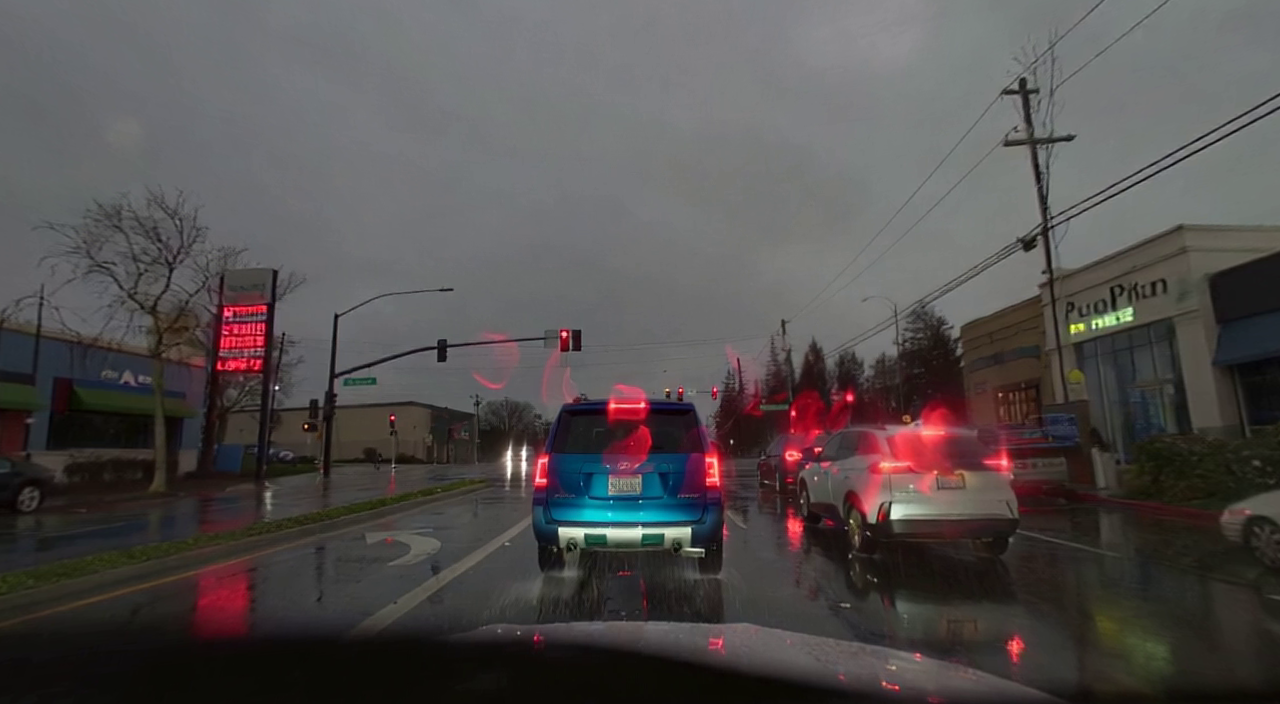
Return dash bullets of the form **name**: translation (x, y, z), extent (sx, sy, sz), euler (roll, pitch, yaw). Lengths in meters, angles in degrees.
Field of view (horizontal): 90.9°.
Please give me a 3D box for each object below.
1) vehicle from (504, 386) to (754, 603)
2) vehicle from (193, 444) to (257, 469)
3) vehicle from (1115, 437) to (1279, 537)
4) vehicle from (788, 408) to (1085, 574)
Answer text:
- **vehicle**: translation (-0.011, 1.542, 7.681), extent (2.154, 1.861, 4.280), euler (0, -8, 3)
- **vehicle**: translation (-27.460, 6.874, 41.850), extent (1.693, 1.563, 3.716), euler (0, -8, 0)
- **vehicle**: translation (10.383, 2.131, 10.248), extent (1.815, 1.468, 4.534), euler (0, -8, 1)
- **vehicle**: translation (3.608, 1.764, 8.801), extent (2.036, 1.719, 4.318), euler (0, -8, 0)
